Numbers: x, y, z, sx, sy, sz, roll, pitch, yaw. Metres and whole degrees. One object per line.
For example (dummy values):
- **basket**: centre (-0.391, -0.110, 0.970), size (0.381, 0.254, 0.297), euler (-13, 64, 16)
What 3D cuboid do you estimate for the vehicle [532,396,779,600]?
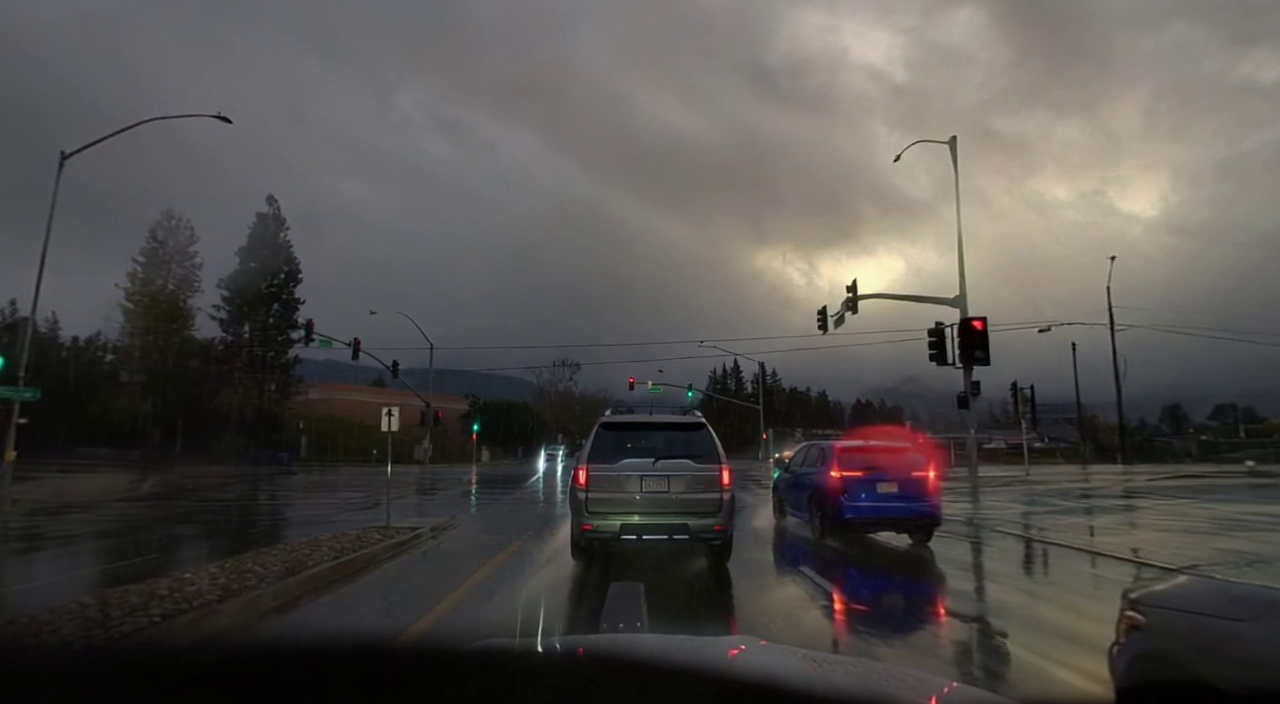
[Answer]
- **vehicle**: centre (0.125, 1.620, 7.898), size (2.170, 1.793, 4.468), euler (0, -8, 0)

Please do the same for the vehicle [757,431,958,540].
- **vehicle**: centre (3.454, 2.184, 11.008), size (1.861, 1.495, 4.215), euler (0, -8, -2)

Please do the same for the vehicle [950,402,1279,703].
- **vehicle**: centre (3.164, 0.908, 2.150), size (1.924, 1.466, 4.461), euler (0, -8, 0)
